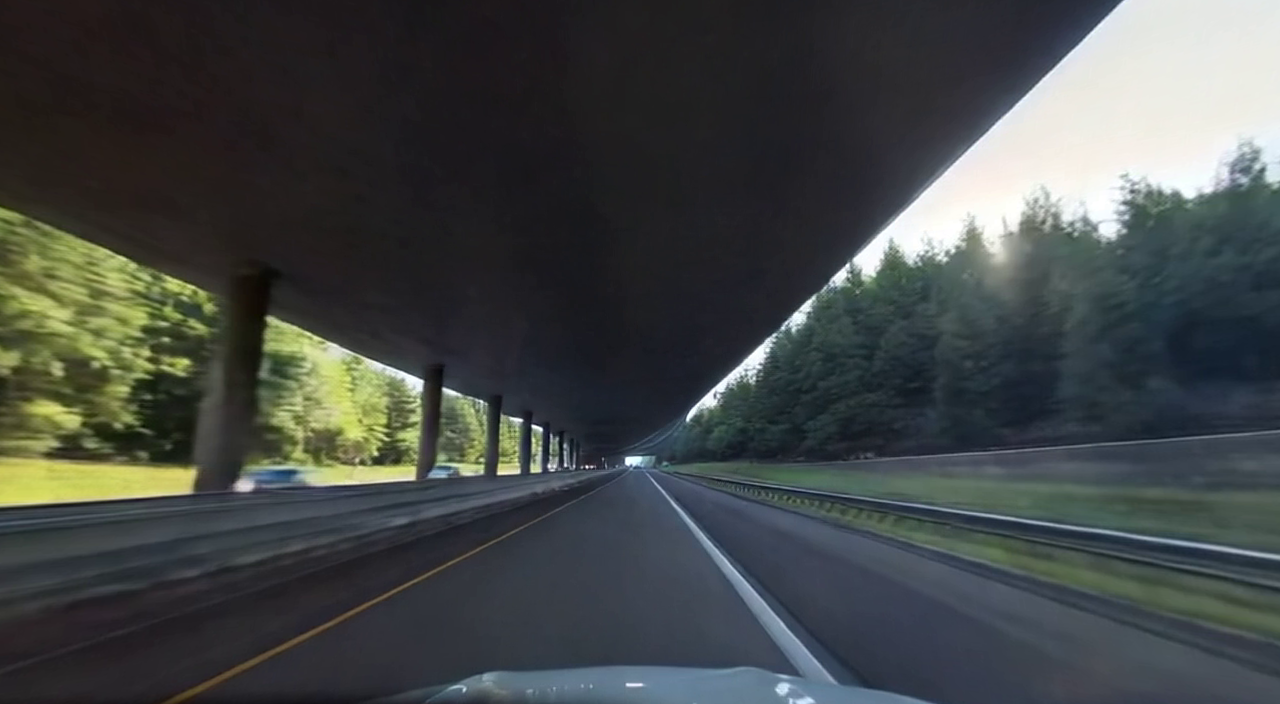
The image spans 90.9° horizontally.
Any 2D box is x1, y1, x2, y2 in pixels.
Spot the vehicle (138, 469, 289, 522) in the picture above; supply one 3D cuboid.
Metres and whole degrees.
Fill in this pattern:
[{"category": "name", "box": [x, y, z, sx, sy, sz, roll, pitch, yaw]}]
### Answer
[{"category": "vehicle", "box": [-12.835, 4.313, 19.300, 1.941, 1.429, 3.701, 1, -10, 1]}]
